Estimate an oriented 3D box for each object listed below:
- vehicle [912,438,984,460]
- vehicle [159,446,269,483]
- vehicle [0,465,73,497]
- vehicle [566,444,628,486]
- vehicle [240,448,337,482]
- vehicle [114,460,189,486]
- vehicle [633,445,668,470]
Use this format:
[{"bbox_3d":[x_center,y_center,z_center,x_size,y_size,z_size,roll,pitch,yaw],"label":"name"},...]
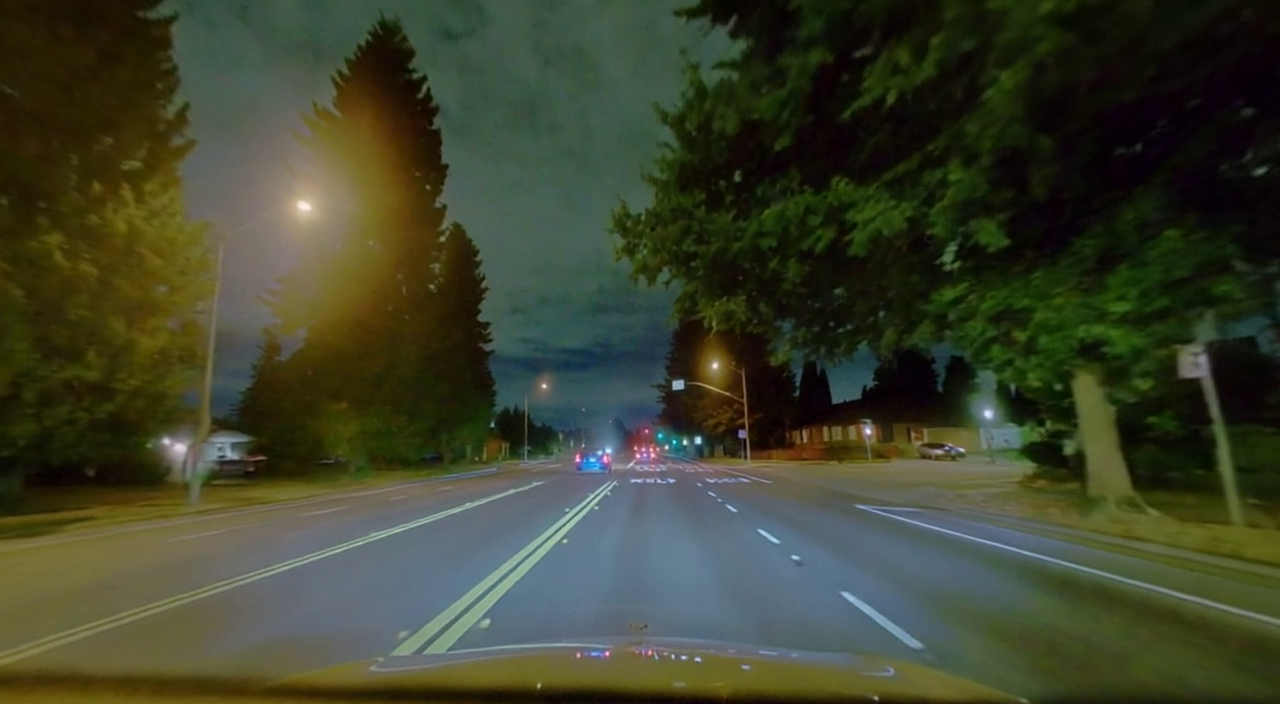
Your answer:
[{"bbox_3d":[23.065,7.299,47.289,4.318,1.601,1.975,0,-9,-4],"label":"vehicle"},{"bbox_3d":[-27.827,7.348,41.534,2.161,2.233,5.937,-3,-9,14],"label":"vehicle"},{"bbox_3d":[-30.655,6.214,30.285,1.874,1.393,4.724,-2,-9,14],"label":"vehicle"},{"bbox_3d":[-1.626,4.376,24.787,2.158,1.469,4.909,0,-9,-3],"label":"vehicle"},{"bbox_3d":[-22.359,7.203,40.439,2.173,1.849,5.752,-5,-9,12],"label":"vehicle"},{"bbox_3d":[-33.129,8.176,42.867,1.774,1.484,3.684,-5,-9,13],"label":"vehicle"},{"bbox_3d":[0.682,6.989,41.919,2.226,1.505,4.128,0,-9,0],"label":"vehicle"}]
